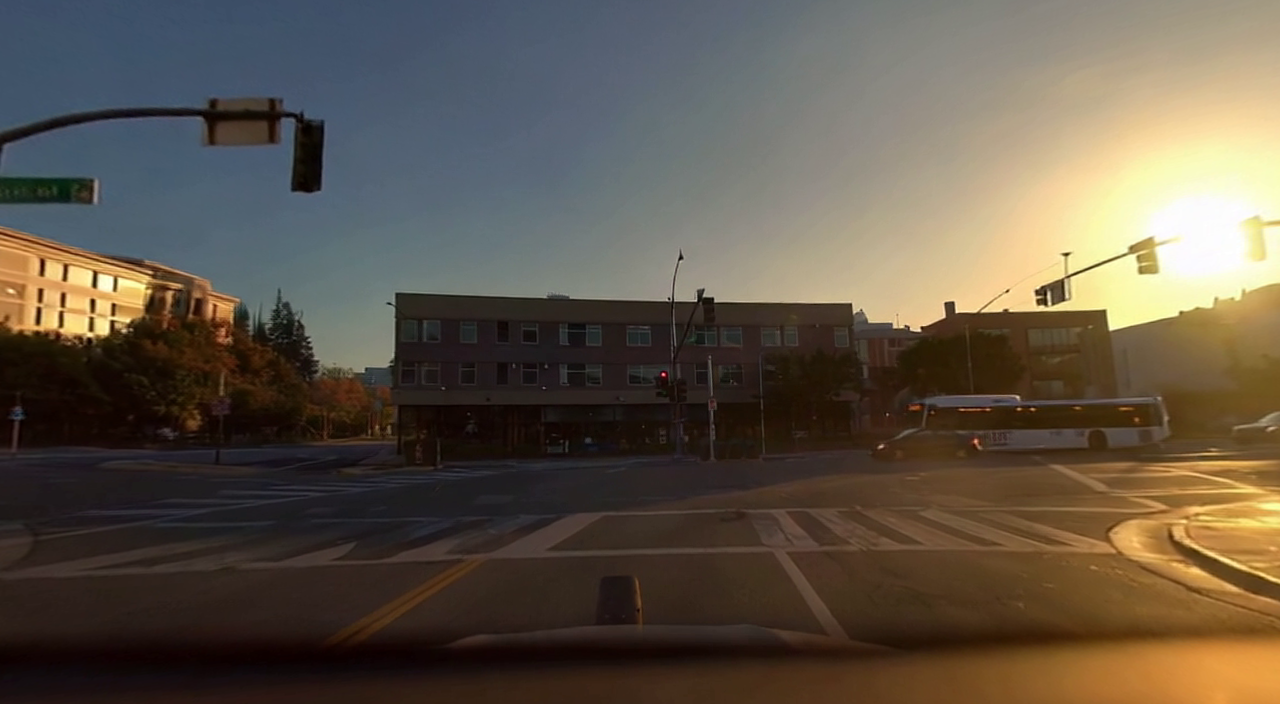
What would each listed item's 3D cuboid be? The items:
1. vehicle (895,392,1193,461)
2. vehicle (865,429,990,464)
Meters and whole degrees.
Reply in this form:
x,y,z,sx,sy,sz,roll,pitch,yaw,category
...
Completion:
x,y,z,sx,sy,sz,roll,pitch,yaw,category
19.977,3.804,31.636,12.822,3.296,3.033,0,-9,-1,vehicle
12.505,4.131,27.511,4.538,1.461,1.805,0,-9,-1,vehicle
